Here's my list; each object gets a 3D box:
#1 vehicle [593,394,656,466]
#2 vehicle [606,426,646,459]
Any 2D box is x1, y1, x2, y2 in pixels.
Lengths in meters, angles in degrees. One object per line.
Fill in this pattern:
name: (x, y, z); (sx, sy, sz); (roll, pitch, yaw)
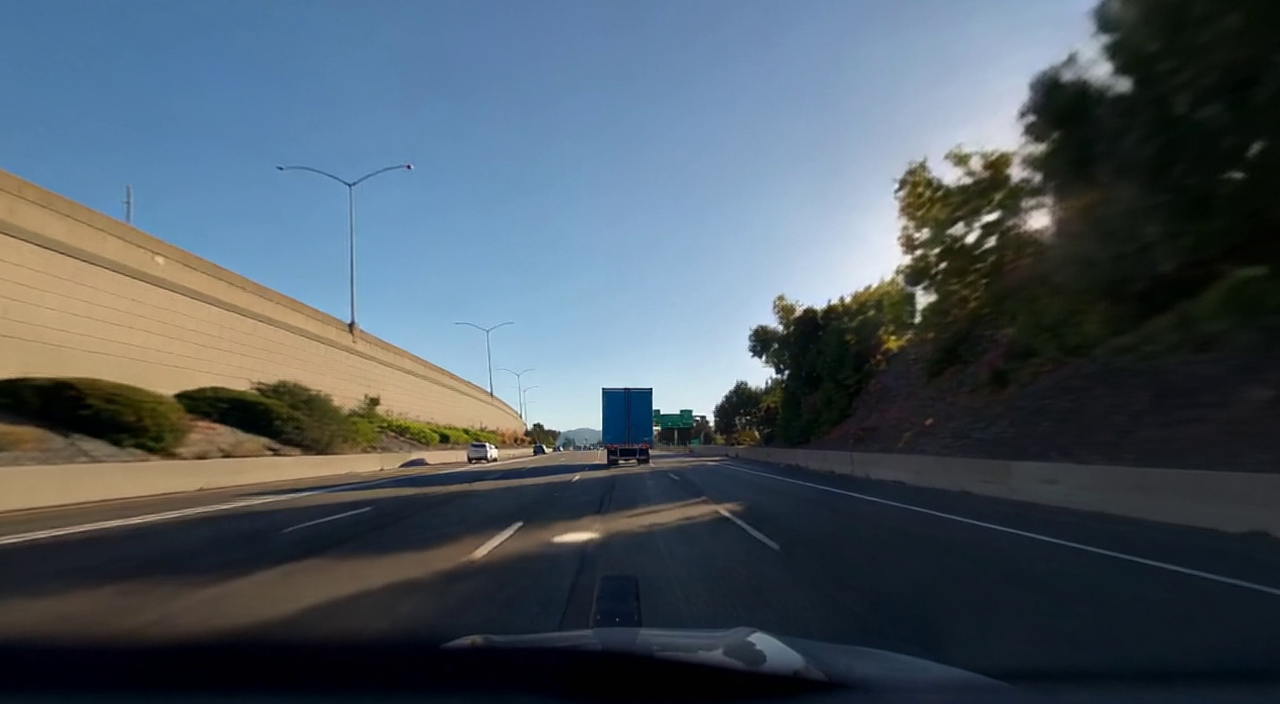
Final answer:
vehicle: (-1.025, 4.878, 37.980); (3.233, 3.678, 11.032); (0, -9, -2)
vehicle: (-0.801, 5.006, 34.838); (2.052, 1.666, 4.358); (0, -8, -3)
